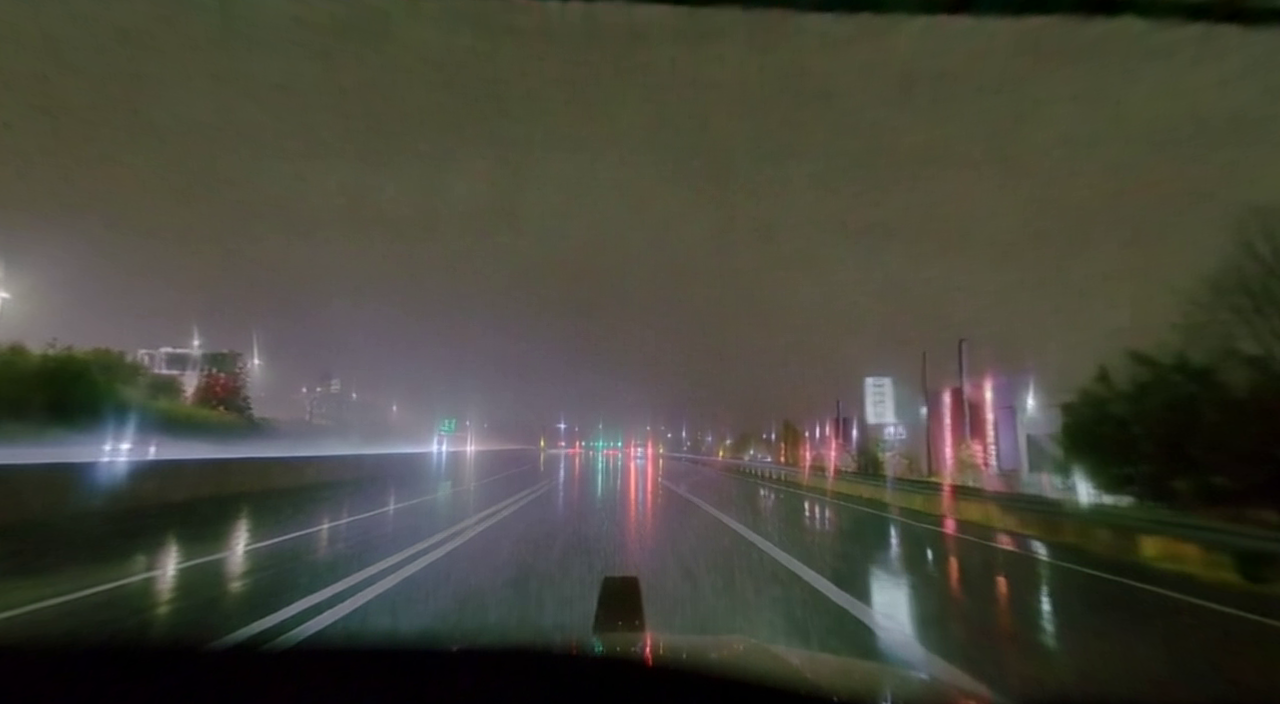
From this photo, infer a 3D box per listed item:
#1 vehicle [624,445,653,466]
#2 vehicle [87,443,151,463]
[{"bbox_3d":[-0.101,7.850,47.708,2.140,1.455,4.135,0,-9,0],"label":"vehicle"},{"bbox_3d":[-40.776,7.902,49.343,1.762,1.433,4.077,0,-9,-5],"label":"vehicle"}]
